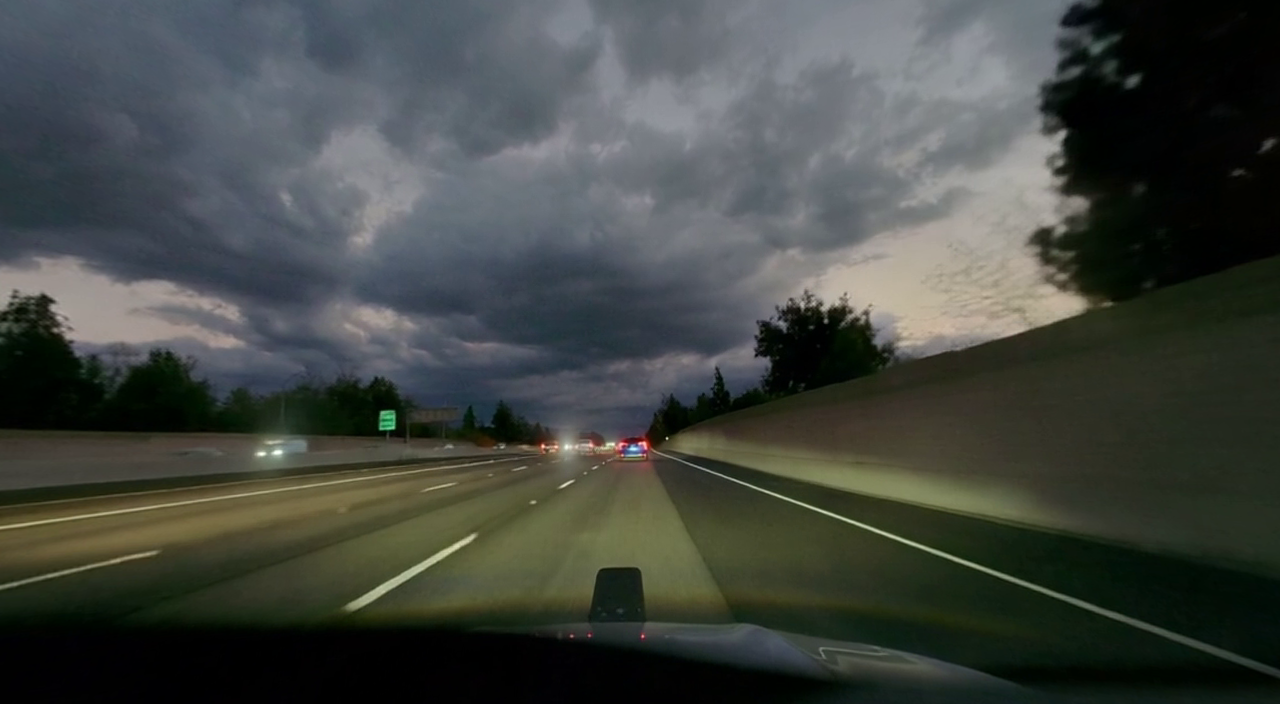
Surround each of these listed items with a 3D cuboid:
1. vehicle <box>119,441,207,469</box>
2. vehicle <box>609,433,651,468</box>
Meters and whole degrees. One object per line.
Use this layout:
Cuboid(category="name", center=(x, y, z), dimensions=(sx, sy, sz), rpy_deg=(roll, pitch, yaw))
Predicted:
Cuboid(category="vehicle", center=(-29.138, 6.294, 38.635), dimensions=(1.853, 1.591, 4.467), rpy_deg=(0, -8, 0))
Cuboid(category="vehicle", center=(-0.495, 5.242, 33.688), dimensions=(2.141, 1.706, 4.065), rpy_deg=(0, -8, 0))
